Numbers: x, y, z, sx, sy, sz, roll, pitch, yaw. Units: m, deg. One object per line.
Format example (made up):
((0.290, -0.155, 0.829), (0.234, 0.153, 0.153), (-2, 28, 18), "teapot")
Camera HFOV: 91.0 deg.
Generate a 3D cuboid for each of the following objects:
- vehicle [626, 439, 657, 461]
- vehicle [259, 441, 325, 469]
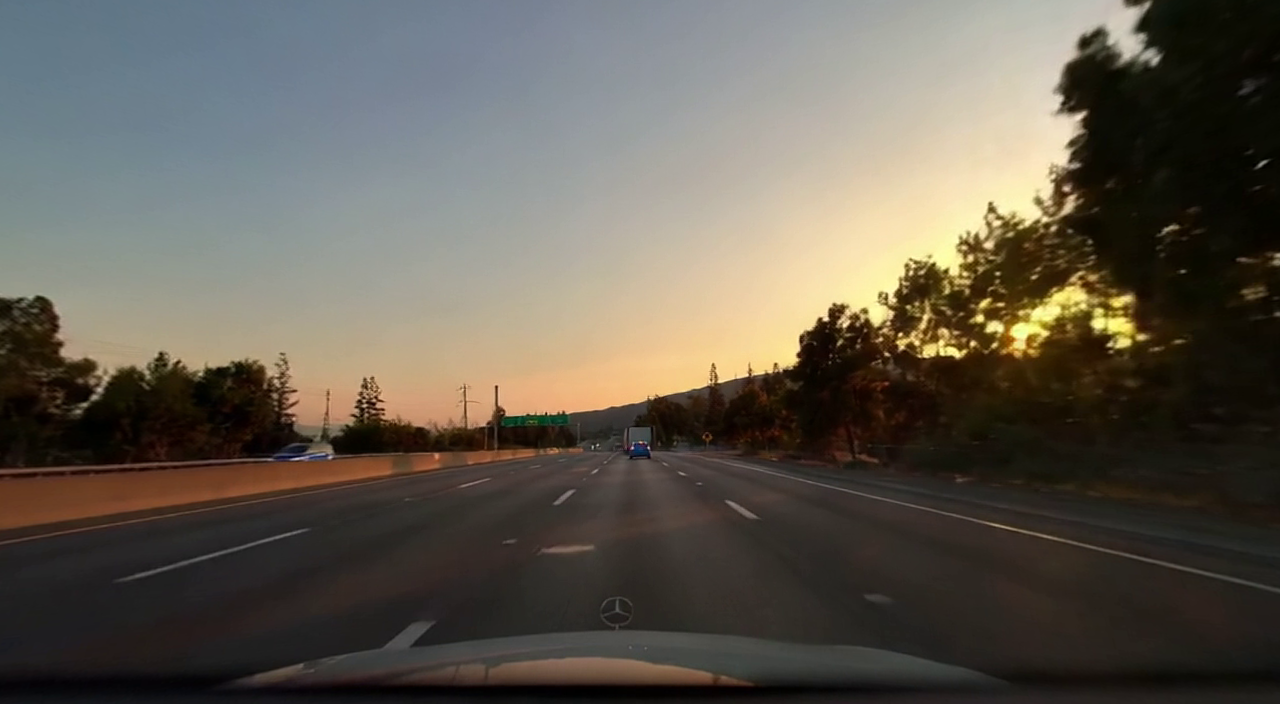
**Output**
((0.076, 6.881, 44.281), (2.028, 1.440, 3.690), (0, -8, -1), "vehicle")
((-22.729, 6.739, 41.271), (1.892, 1.697, 4.297), (-1, -8, -1), "vehicle")
